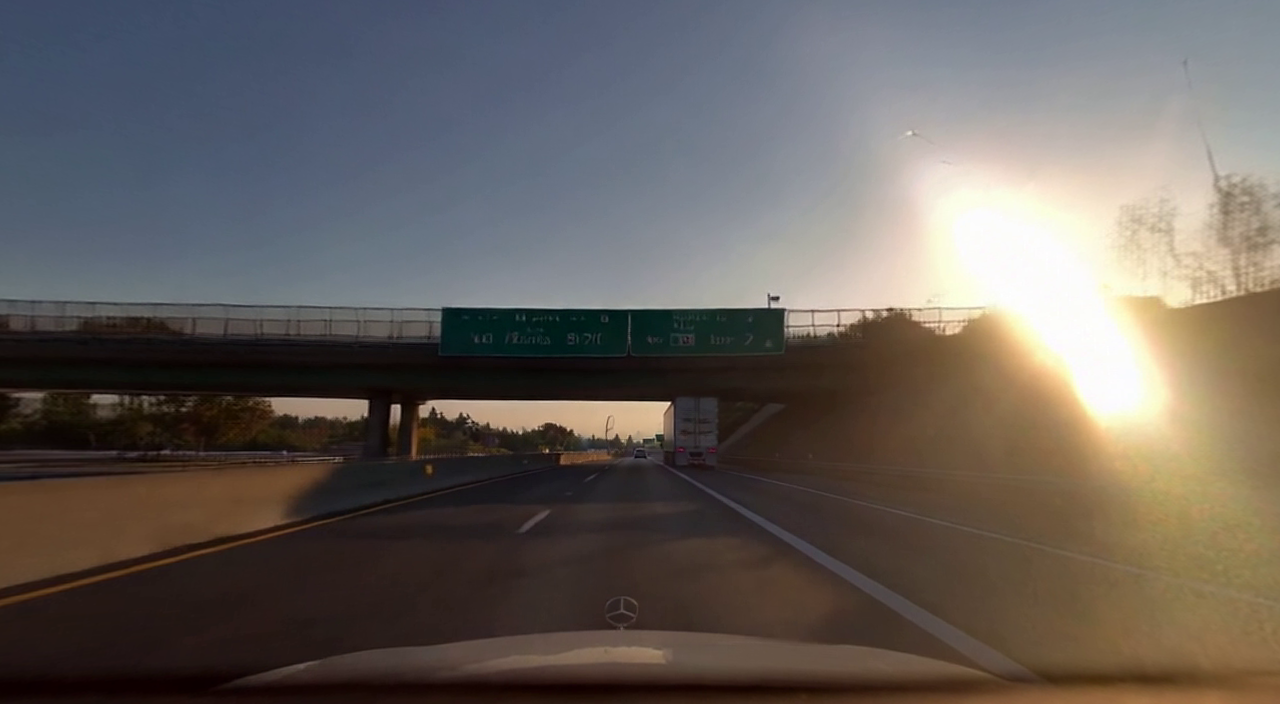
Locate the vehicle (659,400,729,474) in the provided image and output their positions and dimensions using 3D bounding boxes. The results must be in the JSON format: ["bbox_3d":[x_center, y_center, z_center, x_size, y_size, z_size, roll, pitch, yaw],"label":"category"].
[{"bbox_3d":[3.198,5.808,41.889,3.244,4.020,14.561,0,-9,0],"label":"vehicle"}]
